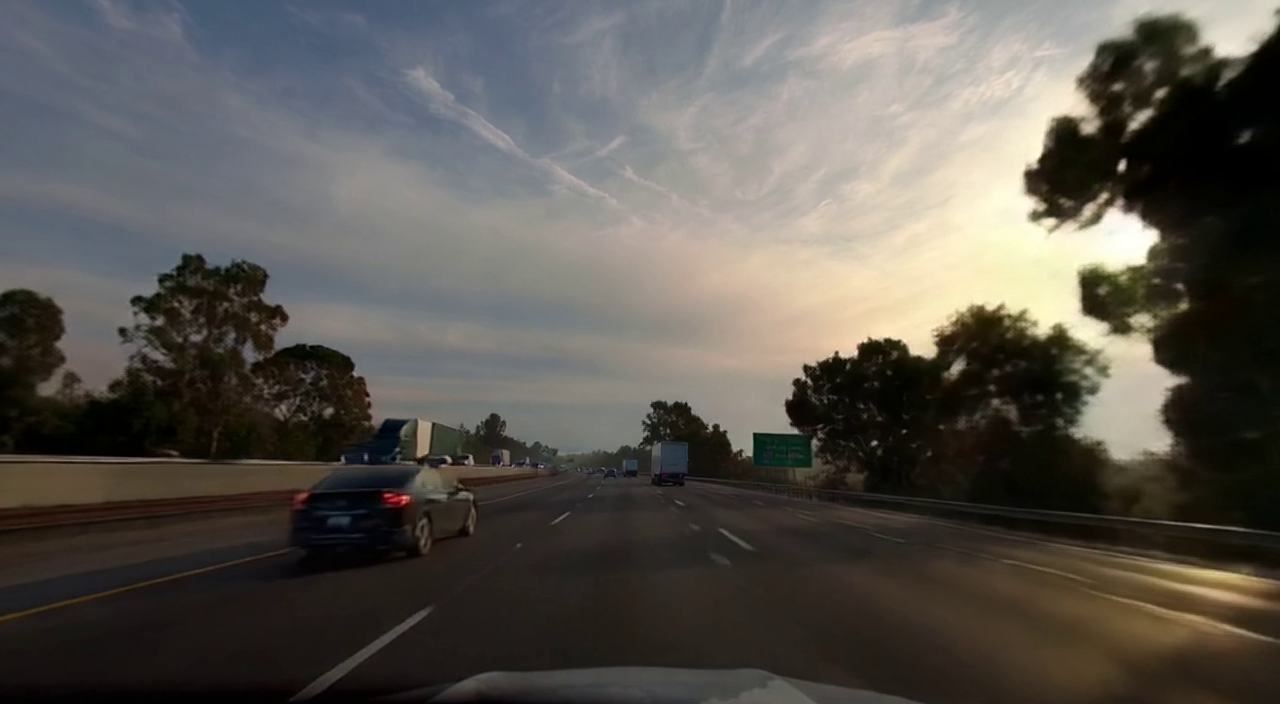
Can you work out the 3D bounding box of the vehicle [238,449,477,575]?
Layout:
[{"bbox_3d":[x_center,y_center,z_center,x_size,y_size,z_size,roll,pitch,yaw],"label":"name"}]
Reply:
[{"bbox_3d":[-3.937,2.311,9.630,1.868,1.485,3.770,1,-11,0],"label":"vehicle"}]
